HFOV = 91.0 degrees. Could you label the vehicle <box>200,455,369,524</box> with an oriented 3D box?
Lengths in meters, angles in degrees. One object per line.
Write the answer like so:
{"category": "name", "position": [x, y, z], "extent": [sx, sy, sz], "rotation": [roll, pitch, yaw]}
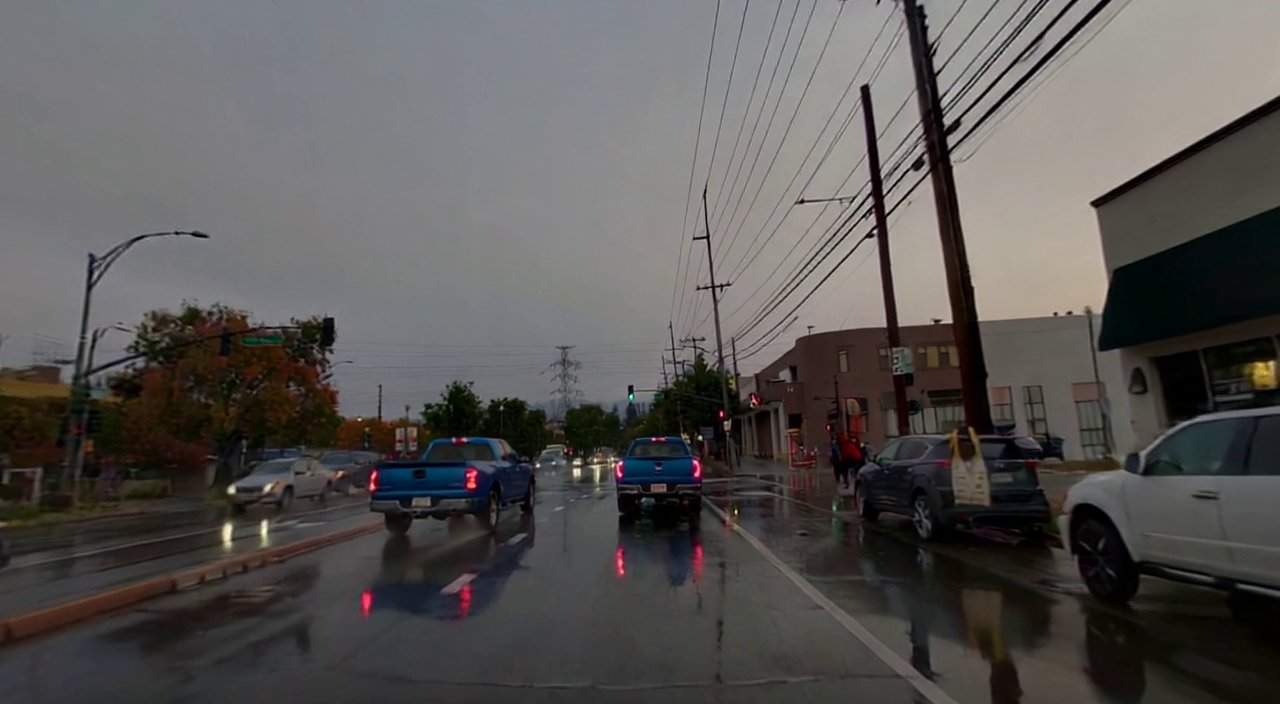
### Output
{"category": "vehicle", "position": [-9.392, 3.629, 17.185], "extent": [1.918, 1.522, 4.486], "rotation": [0, -8, 1]}

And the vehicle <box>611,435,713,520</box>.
{"category": "vehicle", "position": [0.710, 2.928, 15.345], "extent": [2.089, 1.699, 4.650], "rotation": [-1, -9, 7]}

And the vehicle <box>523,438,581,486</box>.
{"category": "vehicle", "position": [-5.810, 7.358, 42.699], "extent": [2.619, 2.948, 7.193], "rotation": [0, -9, 2]}

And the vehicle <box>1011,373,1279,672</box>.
{"category": "vehicle", "position": [4.877, 1.074, 4.064], "extent": [2.007, 1.786, 4.870], "rotation": [0, -8, 1]}

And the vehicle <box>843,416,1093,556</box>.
{"category": "vehicle", "position": [5.098, 2.122, 10.727], "extent": [1.974, 1.823, 4.576], "rotation": [0, -9, 3]}

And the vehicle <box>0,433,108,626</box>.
{"category": "vehicle", "position": [-6.219, 1.251, 3.850], "extent": [1.994, 1.551, 4.414], "rotation": [0, -8, 1]}

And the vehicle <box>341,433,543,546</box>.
{"category": "vehicle", "position": [-3.144, 2.280, 11.210], "extent": [1.995, 1.554, 4.618], "rotation": [0, -8, 1]}

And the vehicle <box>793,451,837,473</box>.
{"category": "vehicle", "position": [13.435, 8.495, 48.646], "extent": [2.075, 1.556, 4.585], "rotation": [0, -9, 0]}

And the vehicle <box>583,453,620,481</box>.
{"category": "vehicle", "position": [-2.681, 8.187, 45.020], "extent": [2.140, 1.768, 5.092], "rotation": [0, -9, 2]}
